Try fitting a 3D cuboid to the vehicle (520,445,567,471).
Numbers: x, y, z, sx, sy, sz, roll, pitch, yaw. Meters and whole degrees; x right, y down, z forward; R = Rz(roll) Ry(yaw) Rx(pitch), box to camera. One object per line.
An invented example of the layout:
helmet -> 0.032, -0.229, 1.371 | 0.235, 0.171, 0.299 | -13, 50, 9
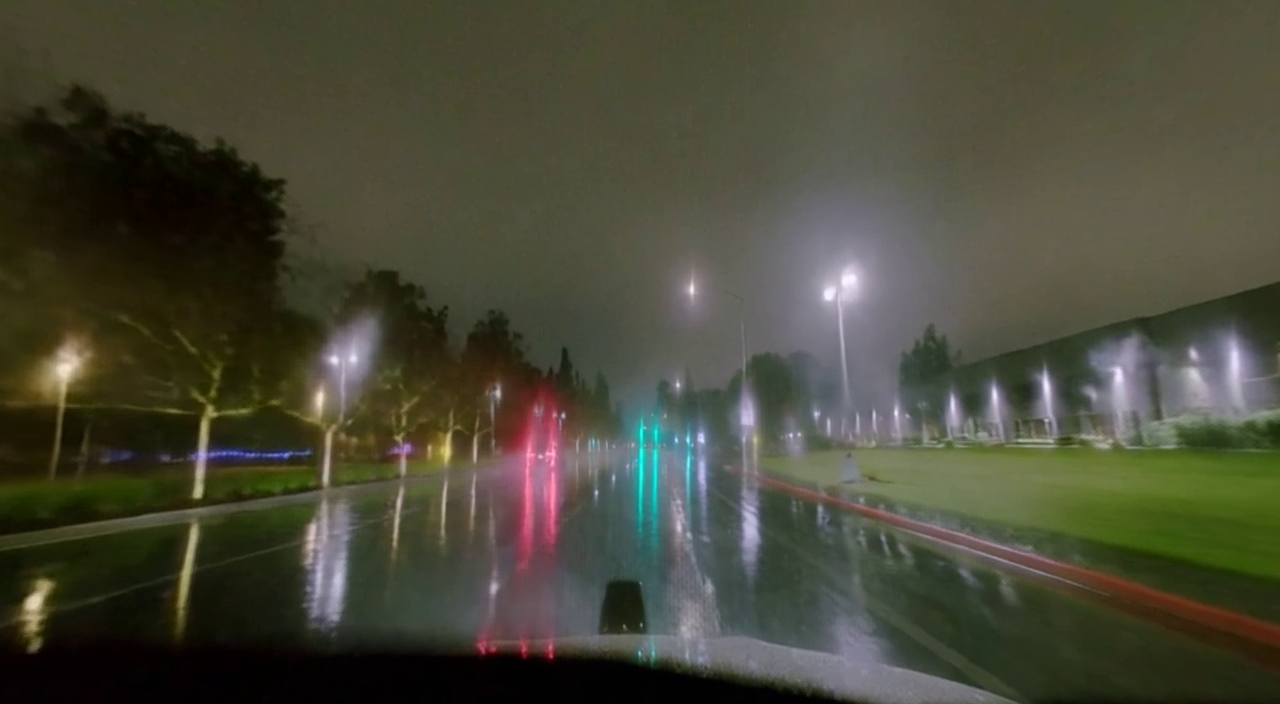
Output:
vehicle -> -5.770, 6.364, 38.260 | 1.945, 1.461, 4.605 | -1, -8, 2
